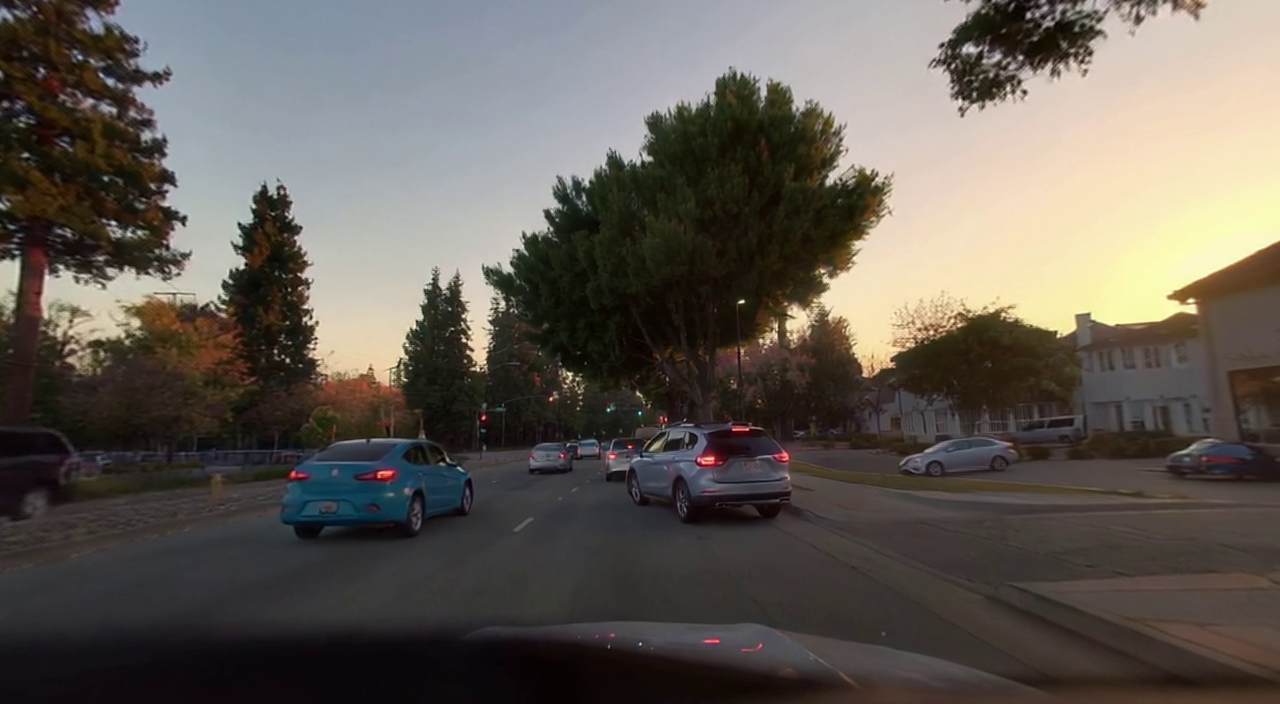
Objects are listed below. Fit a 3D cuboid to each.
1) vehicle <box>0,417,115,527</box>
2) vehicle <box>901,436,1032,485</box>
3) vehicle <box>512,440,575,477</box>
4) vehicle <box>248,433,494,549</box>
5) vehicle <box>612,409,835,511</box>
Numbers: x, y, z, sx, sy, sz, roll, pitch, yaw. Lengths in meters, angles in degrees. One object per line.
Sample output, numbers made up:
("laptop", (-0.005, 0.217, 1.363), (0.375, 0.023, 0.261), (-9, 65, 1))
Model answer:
("vehicle", (-17.064, 2.973, 15.534), (2.537, 2.696, 6.281), (0, -9, 1))
("vehicle", (12.296, 4.105, 23.836), (3.871, 1.525, 1.835), (-3, -9, 0))
("vehicle", (-4.039, 4.536, 27.007), (2.042, 1.470, 4.123), (0, -8, 0))
("vehicle", (-3.949, 2.097, 10.225), (2.026, 1.466, 4.282), (0, -8, 1))
("vehicle", (1.780, 2.419, 14.403), (4.642, 1.955, 2.052), (-7, -11, 39))
